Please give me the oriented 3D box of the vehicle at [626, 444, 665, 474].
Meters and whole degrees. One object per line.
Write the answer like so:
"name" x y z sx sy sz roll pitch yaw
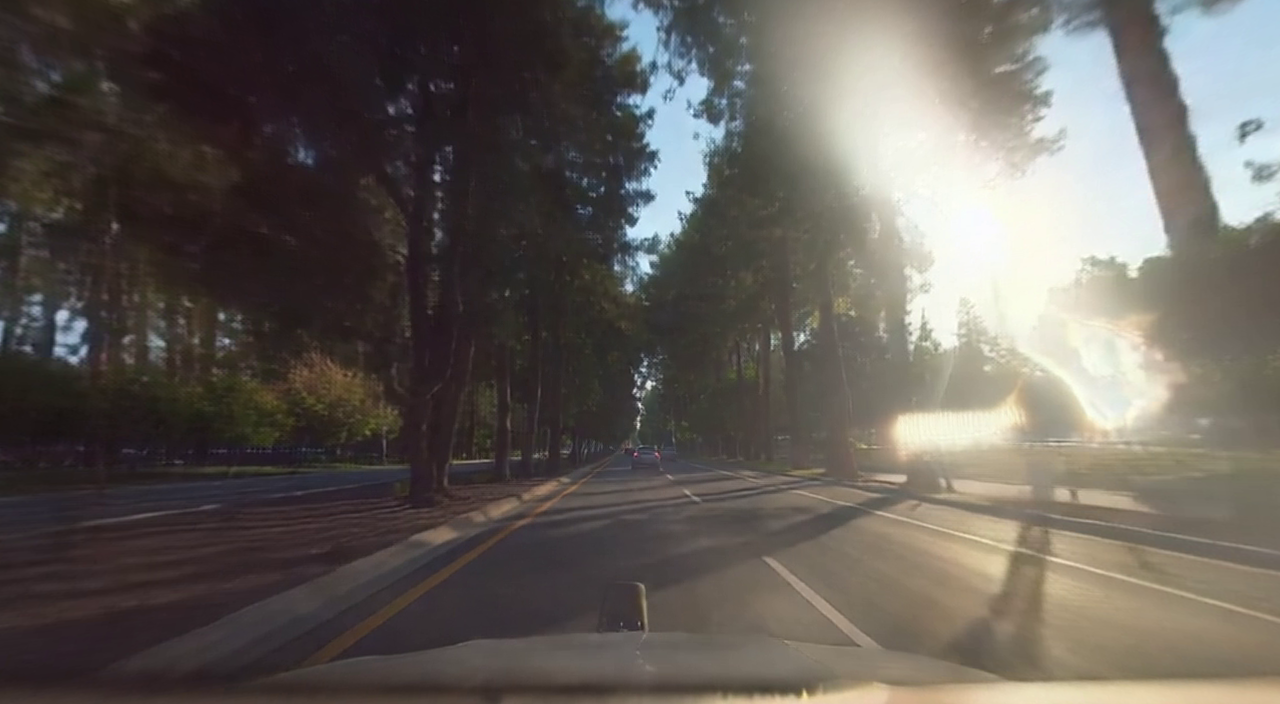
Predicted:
"vehicle" 0.250 5.998 35.653 2.048 1.584 4.393 0 -8 -2
